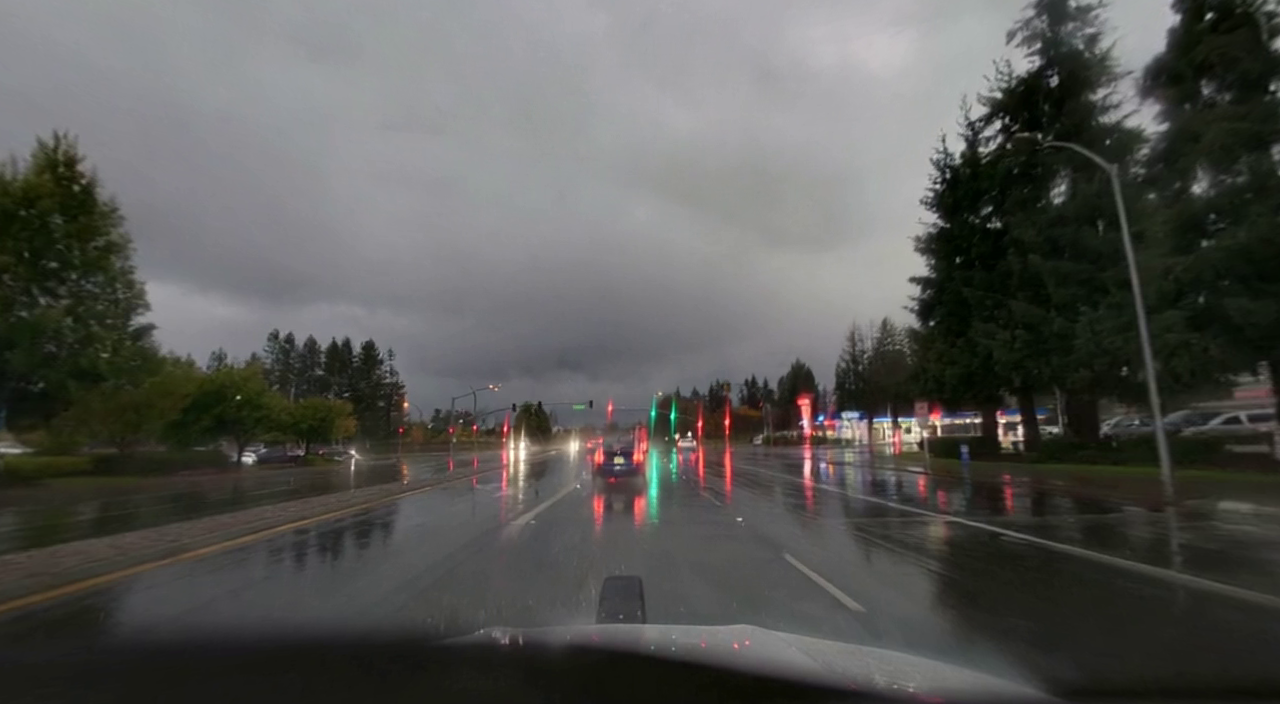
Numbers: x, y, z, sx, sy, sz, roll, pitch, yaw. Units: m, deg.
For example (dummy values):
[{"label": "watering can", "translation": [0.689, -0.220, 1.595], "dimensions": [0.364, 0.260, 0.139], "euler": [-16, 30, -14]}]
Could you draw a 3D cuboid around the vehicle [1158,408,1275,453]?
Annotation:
[{"label": "vehicle", "translation": [34.383, 4.777, 37.930], "dimensions": [2.198, 2.514, 5.038], "euler": [0, -8, 2]}]

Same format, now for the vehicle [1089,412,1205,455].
[{"label": "vehicle", "translation": [30.347, 4.967, 38.101], "dimensions": [2.305, 2.369, 5.485], "euler": [0, -8, -1]}]

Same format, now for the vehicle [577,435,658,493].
[{"label": "vehicle", "translation": [-0.579, 3.126, 17.900], "dimensions": [2.040, 1.451, 3.736], "euler": [0, -8, 0]}]
